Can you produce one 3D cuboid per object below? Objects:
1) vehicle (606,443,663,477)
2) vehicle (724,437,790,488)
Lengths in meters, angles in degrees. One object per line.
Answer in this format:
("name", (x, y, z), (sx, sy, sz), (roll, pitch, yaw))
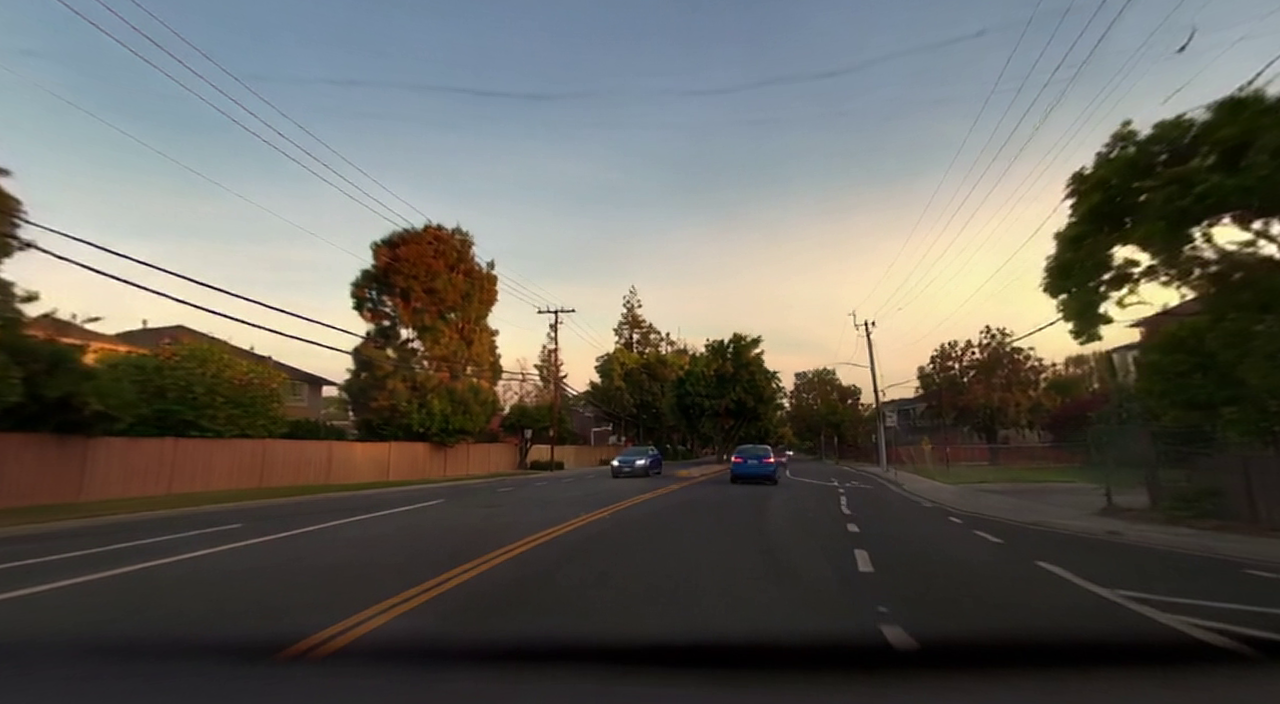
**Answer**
("vehicle", (-0.214, 5.756, 33.978), (2.226, 1.664, 4.342), (-2, -9, 11))
("vehicle", (4.327, 4.006, 23.194), (2.139, 1.699, 3.916), (-2, -9, 12))
